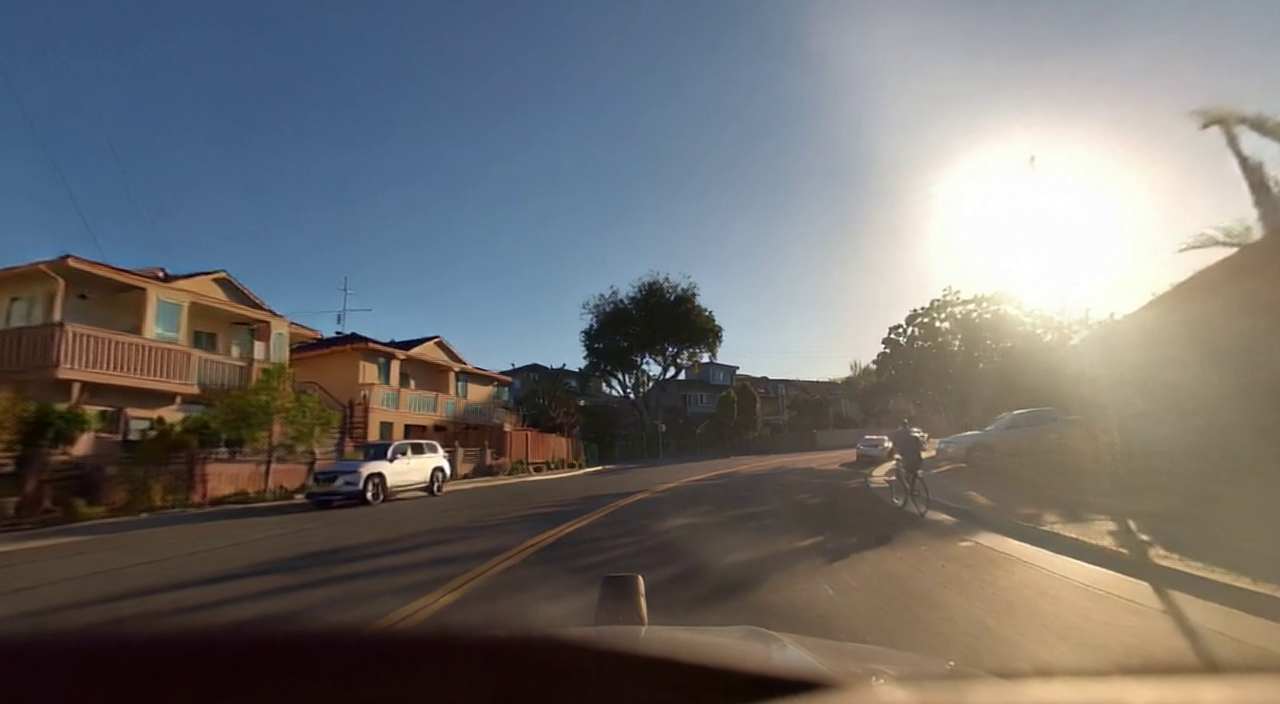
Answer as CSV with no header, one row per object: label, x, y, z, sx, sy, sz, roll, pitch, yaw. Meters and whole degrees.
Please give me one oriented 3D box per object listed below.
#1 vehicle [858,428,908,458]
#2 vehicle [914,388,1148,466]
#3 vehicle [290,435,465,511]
vehicle,14.898,5.589,38.567,2.105,1.705,4.392,-5,-10,29
vehicle,12.893,2.621,21.450,6.099,1.973,2.450,-7,-9,14
vehicle,-6.536,3.044,16.426,1.937,1.670,4.391,-2,-9,13
